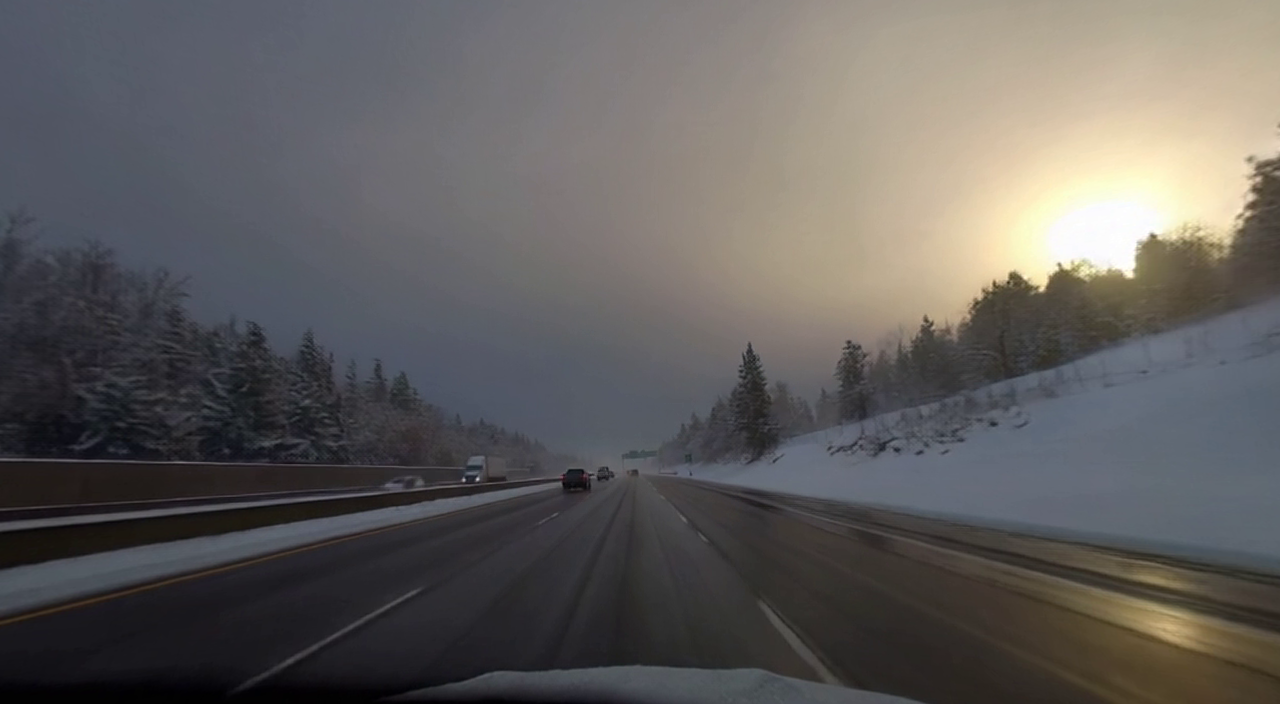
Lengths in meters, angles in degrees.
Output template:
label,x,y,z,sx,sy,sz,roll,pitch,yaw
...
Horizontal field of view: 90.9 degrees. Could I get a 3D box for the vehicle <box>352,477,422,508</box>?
label,x,y,z,sx,sy,sz,roll,pitch,yaw
vehicle,-13.625,7.589,34.246,2.084,1.426,4.215,1,-10,-1

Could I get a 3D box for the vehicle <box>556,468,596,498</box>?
label,x,y,z,sx,sy,sz,roll,pitch,yaw
vehicle,-3.517,7.277,35.195,1.863,1.486,3.852,1,-10,-1
